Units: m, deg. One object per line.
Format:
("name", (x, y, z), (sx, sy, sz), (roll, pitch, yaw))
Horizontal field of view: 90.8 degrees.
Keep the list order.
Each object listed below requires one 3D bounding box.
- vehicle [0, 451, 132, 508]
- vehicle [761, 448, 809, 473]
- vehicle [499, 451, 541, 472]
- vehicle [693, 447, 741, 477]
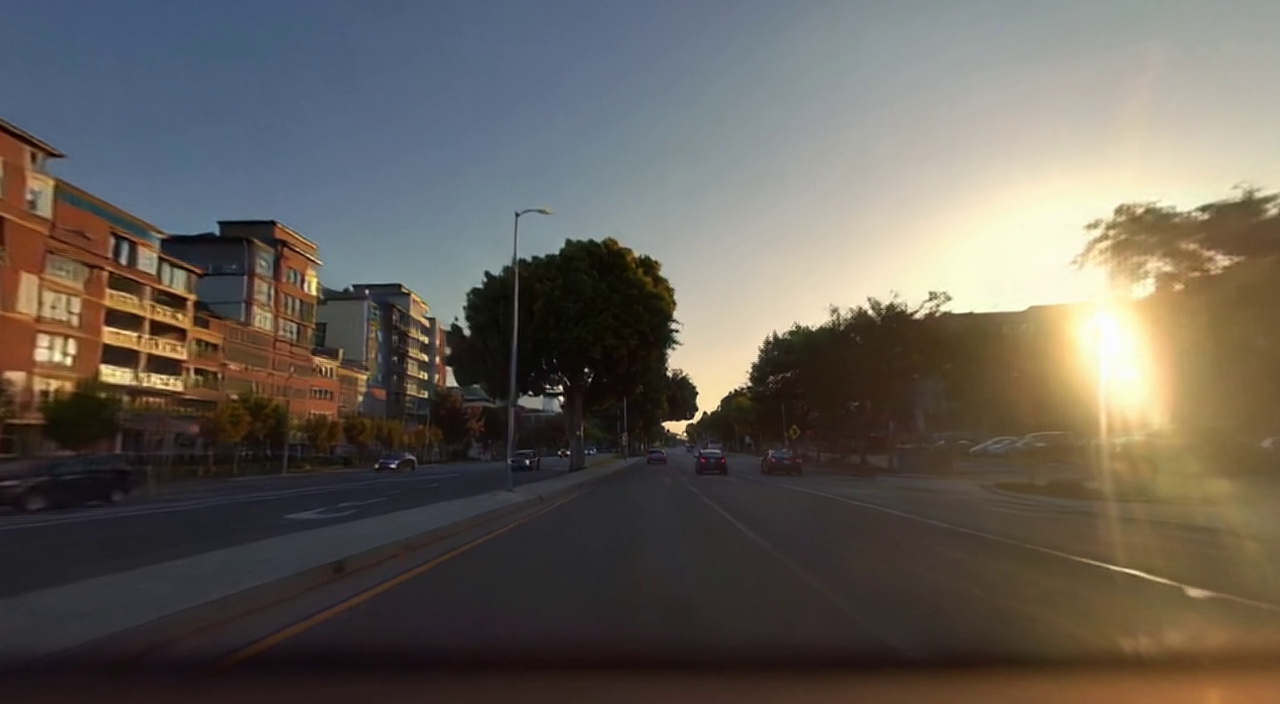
("vehicle", (-21.648, 4.502, 22.900), (2.141, 1.809, 5.002), (-1, -9, 3))
("vehicle", (8.766, 6.577, 38.500), (1.932, 1.439, 4.159), (0, -9, 0))
("vehicle", (-8.944, 8.210, 47.562), (2.012, 1.520, 4.645), (-1, -9, 3))
("vehicle", (4.097, 5.898, 34.215), (2.020, 1.479, 4.650), (0, -9, 0))
